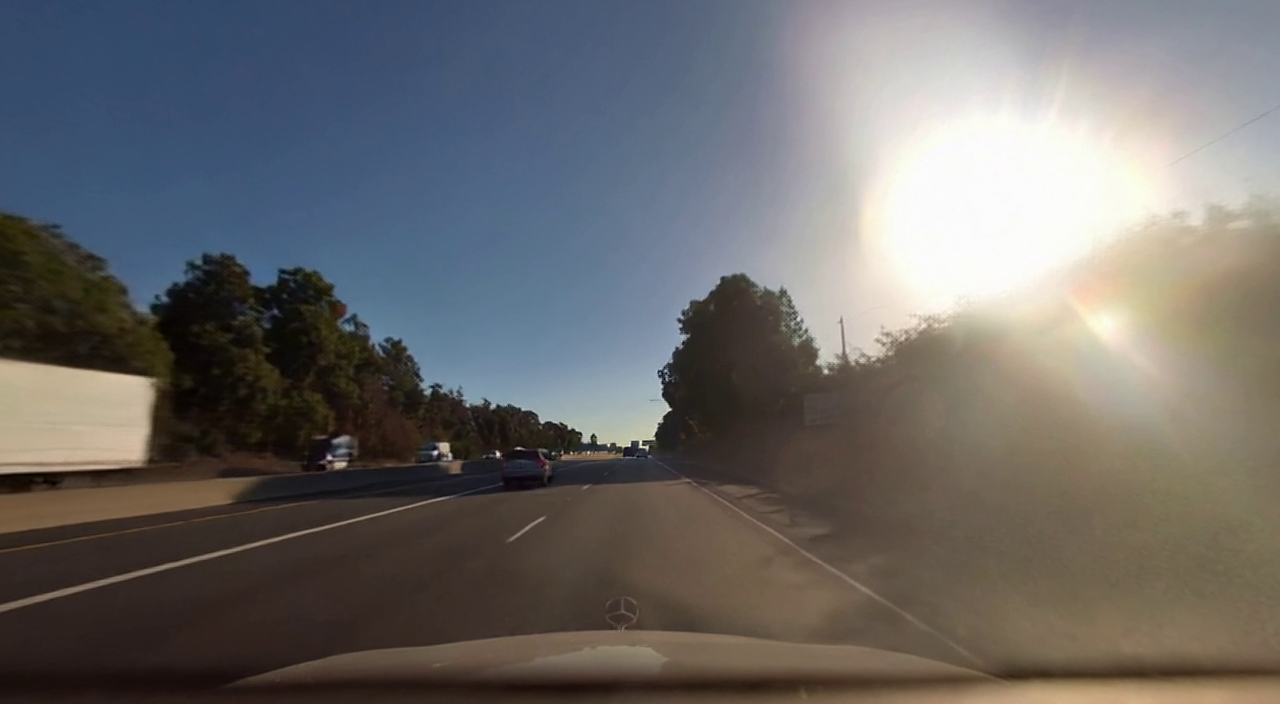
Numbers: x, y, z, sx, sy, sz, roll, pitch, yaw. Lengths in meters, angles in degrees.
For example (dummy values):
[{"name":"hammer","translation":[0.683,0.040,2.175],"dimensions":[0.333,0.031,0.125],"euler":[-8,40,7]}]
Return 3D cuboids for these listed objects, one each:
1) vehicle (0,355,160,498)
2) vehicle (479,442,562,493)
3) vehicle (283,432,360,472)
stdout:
[{"name":"vehicle","translation":[-19.839,1.994,16.995],"dimensions":[2.892,4.074,13.567],"euler":[0,-9,0]},{"name":"vehicle","translation":[-3.809,3.763,20.709],"dimensions":[1.933,1.497,3.973],"euler":[0,-9,1]},{"name":"vehicle","translation":[-23.010,7.275,45.603],"dimensions":[2.438,2.716,5.506],"euler":[0,-9,2]}]
